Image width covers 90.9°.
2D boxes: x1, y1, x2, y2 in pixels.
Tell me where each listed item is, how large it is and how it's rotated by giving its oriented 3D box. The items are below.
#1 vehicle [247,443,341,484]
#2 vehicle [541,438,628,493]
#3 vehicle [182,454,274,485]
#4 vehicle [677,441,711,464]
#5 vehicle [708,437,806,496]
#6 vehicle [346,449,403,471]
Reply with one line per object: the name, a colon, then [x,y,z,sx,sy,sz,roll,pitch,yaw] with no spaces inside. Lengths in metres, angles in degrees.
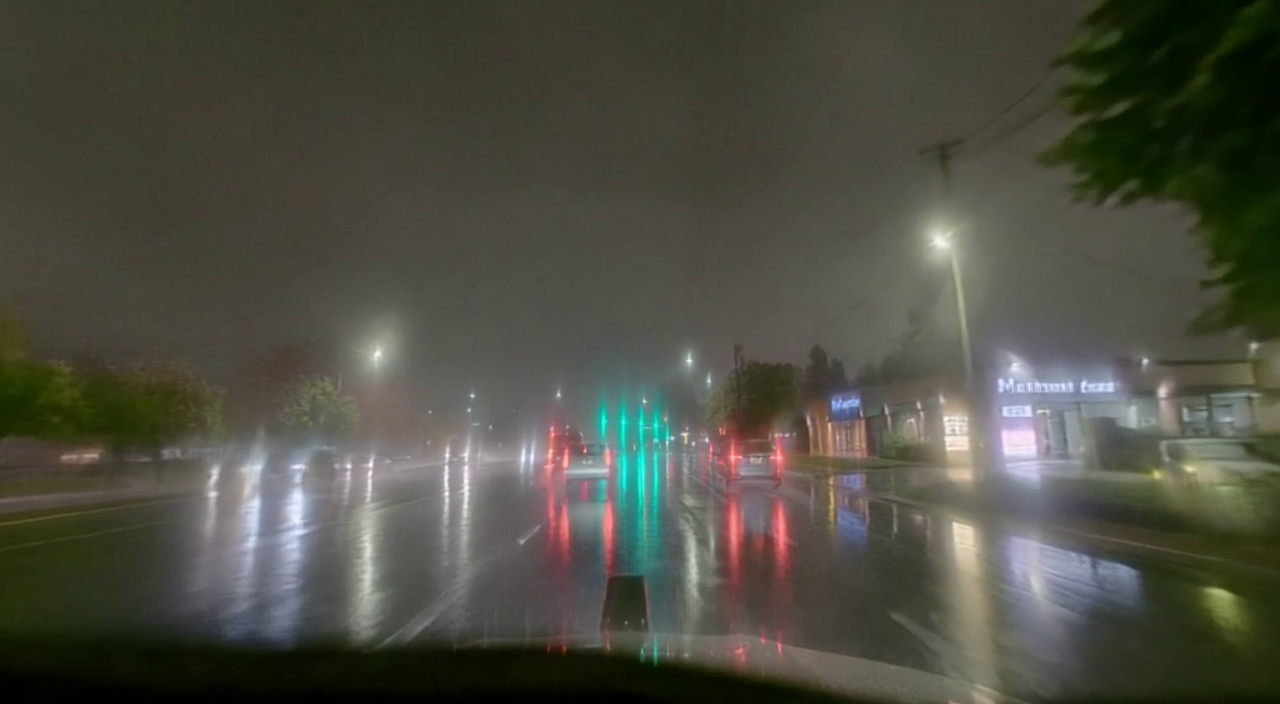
vehicle: [-15.417,4.965,28.379,1.863,1.658,4.078,0,-8,1]
vehicle: [-1.529,3.339,18.913,1.971,1.433,3.923,-1,-8,5]
vehicle: [-22.035,6.289,33.960,1.848,1.450,4.678,0,-8,0]
vehicle: [3.694,6.920,43.629,1.913,1.463,4.198,0,-8,-1]
vehicle: [3.203,3.227,18.228,1.948,1.474,4.360,0,-8,-1]
vehicle: [-19.074,7.749,45.557,1.984,1.481,4.752,0,-8,1]
